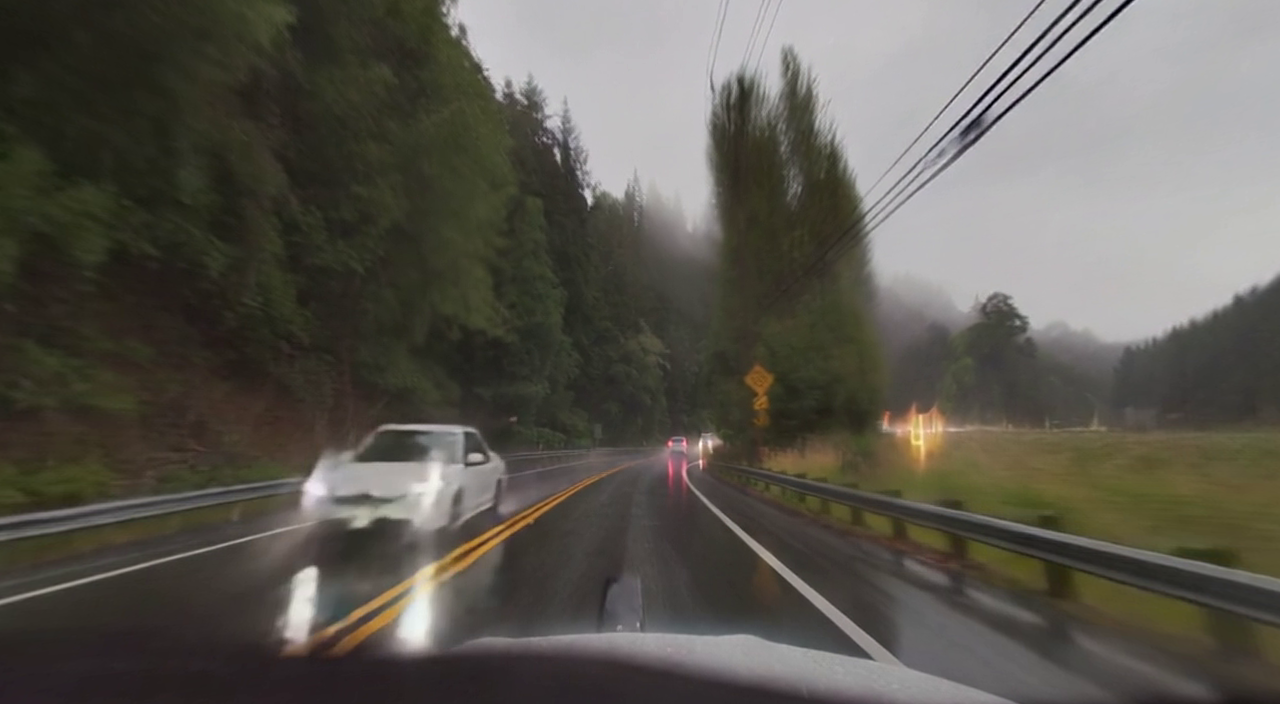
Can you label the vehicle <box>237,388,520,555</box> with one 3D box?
[{"bbox_3d":[-3.645,1.822,10.201,2.343,1.998,4.973,-1,-9,1],"label":"vehicle"}]
